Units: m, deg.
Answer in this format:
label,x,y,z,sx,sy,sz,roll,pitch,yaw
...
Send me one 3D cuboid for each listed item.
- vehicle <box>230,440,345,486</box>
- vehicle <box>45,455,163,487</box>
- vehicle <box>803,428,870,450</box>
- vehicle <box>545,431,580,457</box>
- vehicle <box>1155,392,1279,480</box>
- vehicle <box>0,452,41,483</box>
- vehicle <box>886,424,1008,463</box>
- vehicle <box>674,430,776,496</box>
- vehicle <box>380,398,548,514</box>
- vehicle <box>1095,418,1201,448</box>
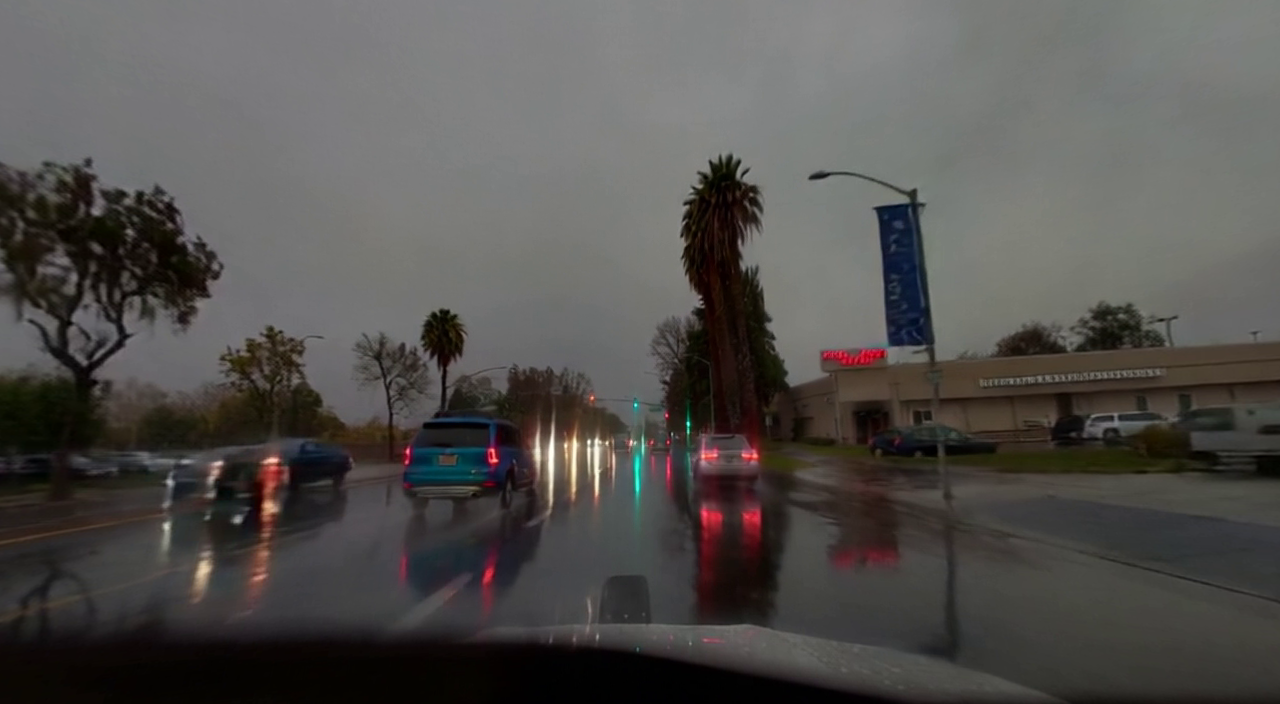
label,x,y,z,sx,sy,sz,roll,pitch,yaw
vehicle,-14.133,4.454,25.635,1.942,1.645,4.538,0,-9,1
vehicle,-26.762,5.922,31.546,2.011,1.395,4.238,-8,-12,44
vehicle,14.956,6.699,48.248,4.680,1.506,2.017,-3,-10,14
vehicle,-6.026,7.207,49.325,2.157,1.942,4.210,0,-8,1
vehicle,12.979,1.613,12.097,1.887,1.630,4.705,1,-8,-6
vehicle,-37.025,6.834,37.230,4.176,1.572,1.916,-9,-9,41
vehicle,11.904,3.593,24.627,1.874,1.386,3.745,6,-11,-36
vehicle,2.061,2.862,16.635,1.919,1.472,4.470,0,-8,-2
vehicle,-3.389,2.143,13.264,2.152,1.987,4.527,0,-8,1
vehicle,25.753,4.122,32.044,3.833,1.455,1.927,1,-8,-6
